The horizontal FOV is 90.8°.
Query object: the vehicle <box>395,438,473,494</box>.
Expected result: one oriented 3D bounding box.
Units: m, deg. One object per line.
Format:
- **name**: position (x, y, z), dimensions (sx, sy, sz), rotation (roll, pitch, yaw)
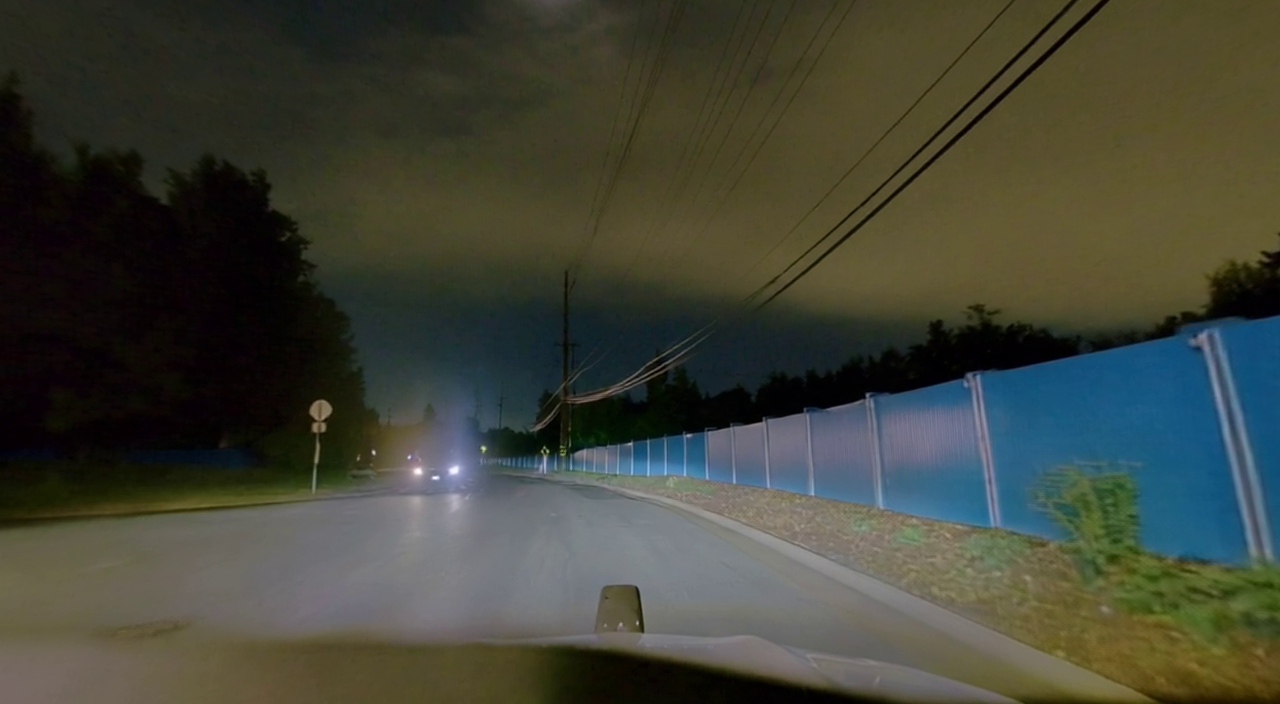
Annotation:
- **vehicle**: position (-7.671, 4.273, 24.007), dimensions (2.185, 1.901, 4.177), rotation (1, -9, -10)
